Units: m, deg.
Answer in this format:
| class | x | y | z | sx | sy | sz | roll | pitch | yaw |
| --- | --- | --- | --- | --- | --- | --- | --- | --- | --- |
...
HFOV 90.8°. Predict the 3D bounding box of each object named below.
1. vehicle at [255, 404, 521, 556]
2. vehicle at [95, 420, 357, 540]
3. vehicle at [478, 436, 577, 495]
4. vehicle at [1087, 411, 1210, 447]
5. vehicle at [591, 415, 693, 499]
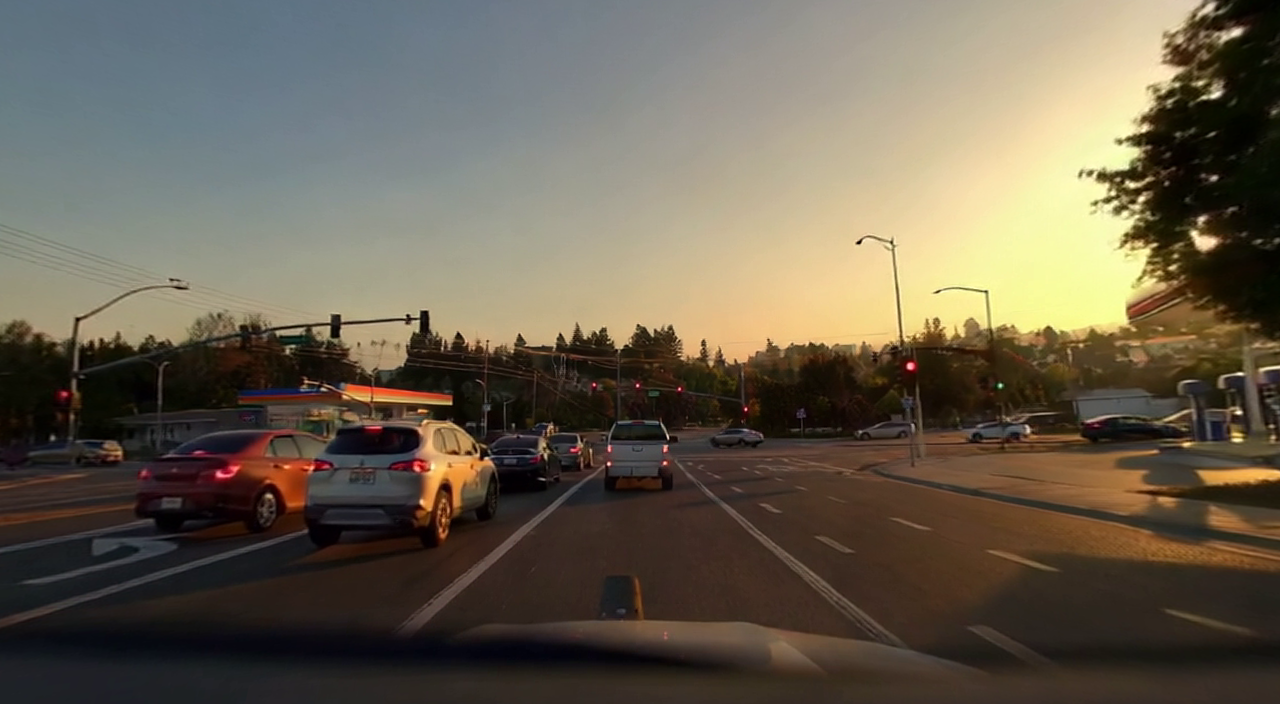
| class | x | y | z | sx | sy | sz | roll | pitch | yaw |
| --- | --- | --- | --- | --- | --- | --- | --- | --- | --- |
| vehicle | -3.279 | 1.773 | 9.379 | 2.096 | 1.718 | 4.266 | 0 | -8 | 1 |
| vehicle | -6.417 | 2.000 | 10.408 | 1.790 | 1.605 | 3.696 | 0 | -9 | 0 |
| vehicle | -2.971 | 3.092 | 17.589 | 1.881 | 1.424 | 4.098 | 0 | -8 | 2 |
| vehicle | 32.010 | 4.875 | 39.901 | 5.782 | 1.950 | 2.225 | -2 | -7 | -1 |
| vehicle | 0.053 | 2.654 | 16.314 | 2.224 | 1.819 | 5.005 | 0 | -8 | 0 |
